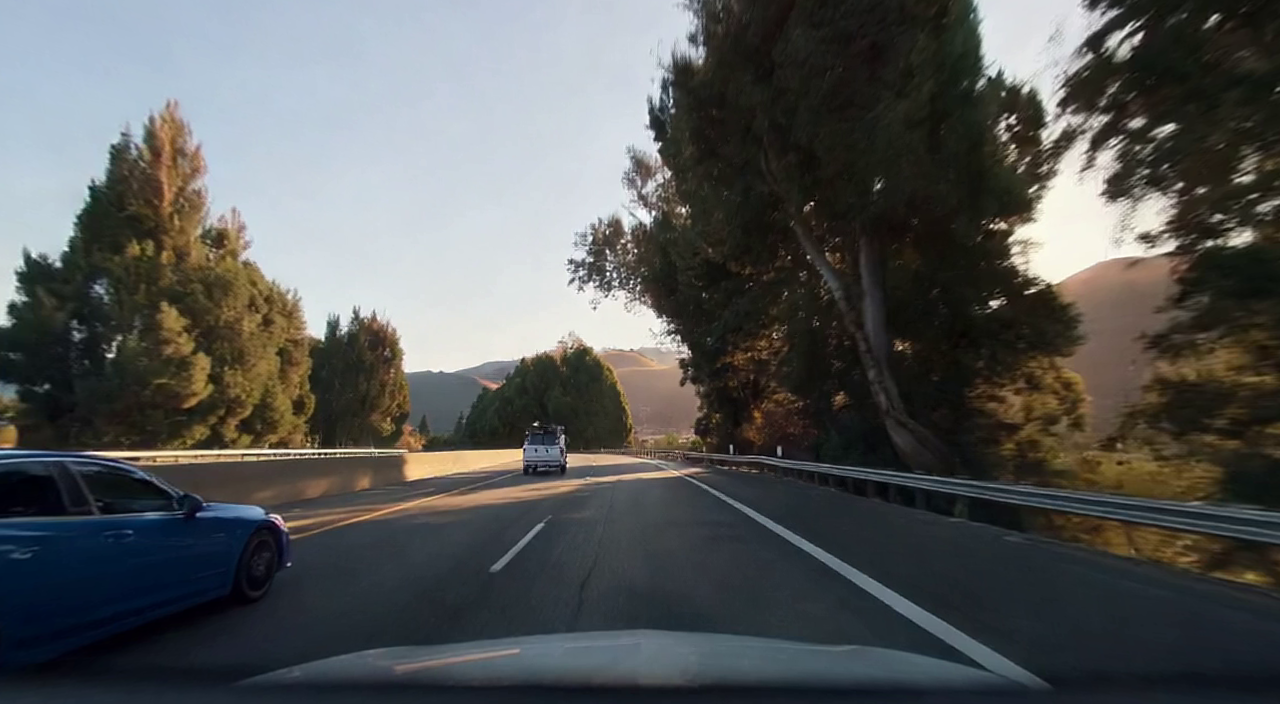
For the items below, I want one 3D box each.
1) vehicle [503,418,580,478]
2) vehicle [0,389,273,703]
[{"bbox_3d":[-3.948,4.001,26.383,2.444,2.204,5.568,0,-8,-1],"label":"vehicle"},{"bbox_3d":[-4.021,0.898,2.671,2.097,1.511,4.585,0,-8,1],"label":"vehicle"}]
